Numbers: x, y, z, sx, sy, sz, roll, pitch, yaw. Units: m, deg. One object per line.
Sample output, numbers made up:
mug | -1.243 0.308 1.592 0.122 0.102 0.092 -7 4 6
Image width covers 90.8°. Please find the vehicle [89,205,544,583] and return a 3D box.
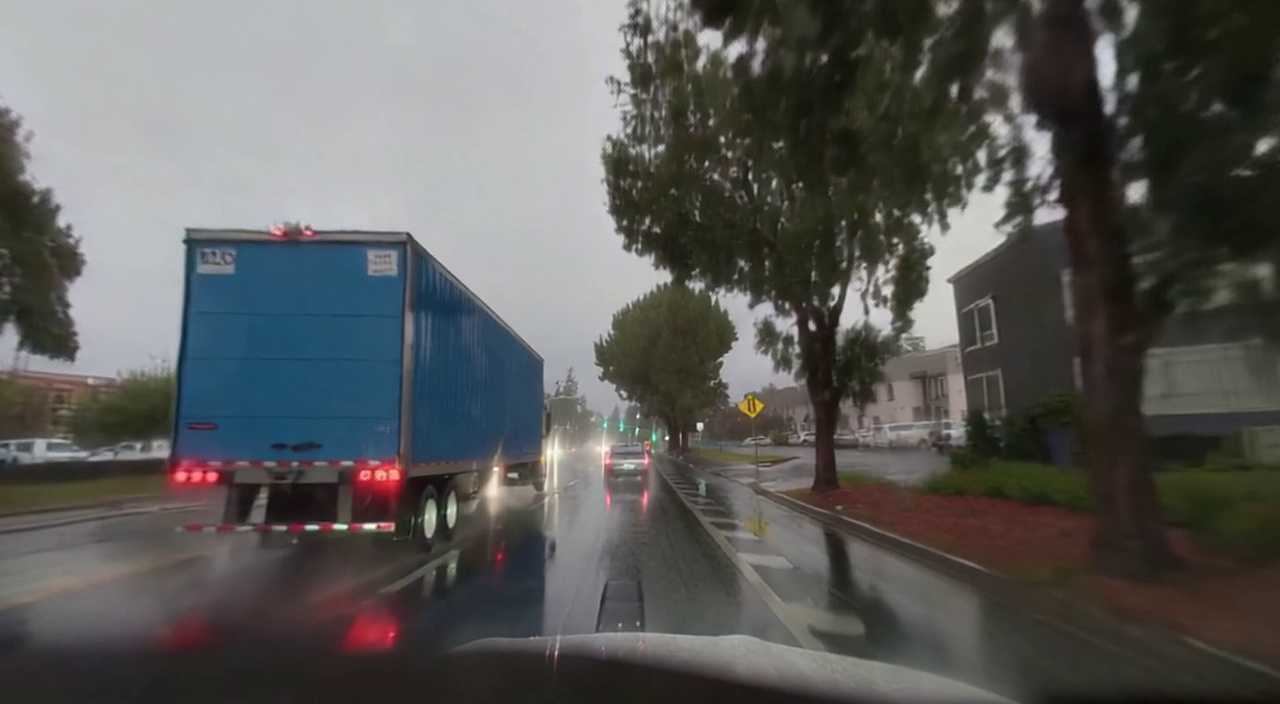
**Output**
vehicle | -4.022 1.123 11.689 2.996 3.902 10.410 0 -9 -1

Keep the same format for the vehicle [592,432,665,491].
vehicle | -0.363 3.440 20.115 2.094 1.682 3.866 0 -9 -1
